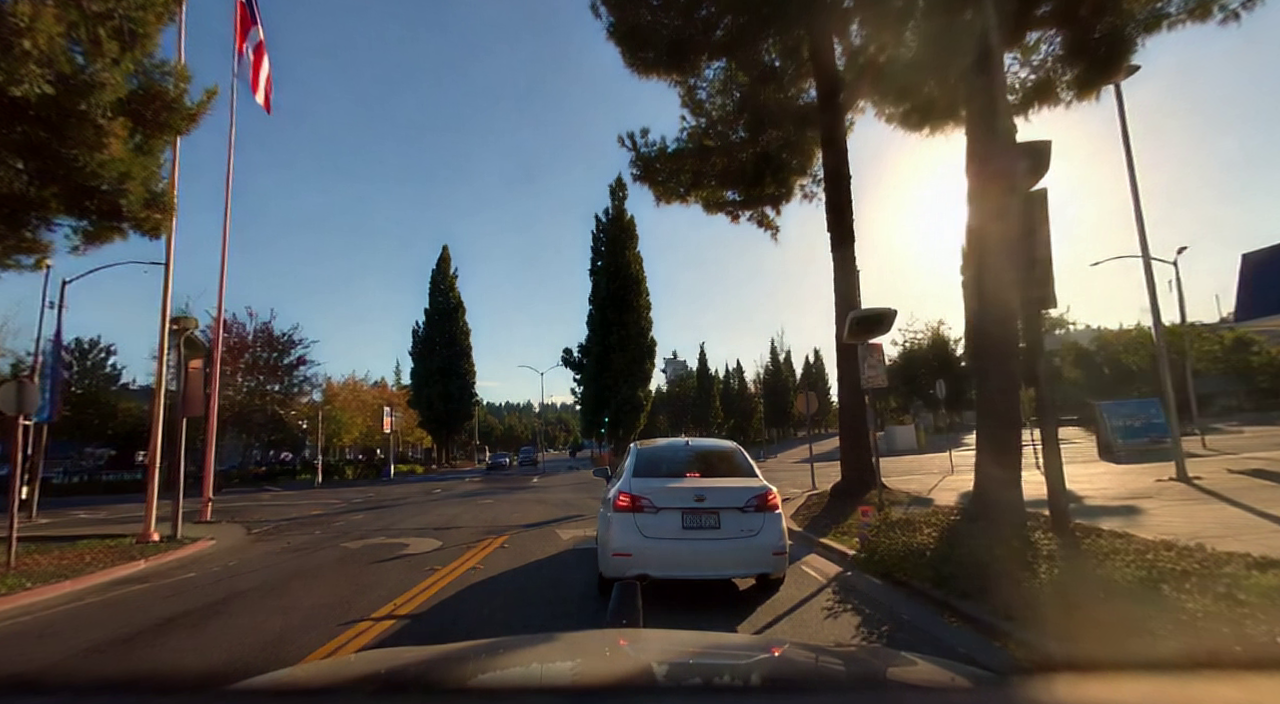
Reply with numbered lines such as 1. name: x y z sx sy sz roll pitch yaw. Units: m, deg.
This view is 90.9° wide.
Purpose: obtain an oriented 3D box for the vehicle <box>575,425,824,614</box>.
1. vehicle: 0.385 1.617 6.901 1.985 1.463 3.647 0 -9 -3

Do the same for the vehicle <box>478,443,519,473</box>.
1. vehicle: -9.992 7.492 44.759 2.212 1.948 4.537 0 -9 -5
